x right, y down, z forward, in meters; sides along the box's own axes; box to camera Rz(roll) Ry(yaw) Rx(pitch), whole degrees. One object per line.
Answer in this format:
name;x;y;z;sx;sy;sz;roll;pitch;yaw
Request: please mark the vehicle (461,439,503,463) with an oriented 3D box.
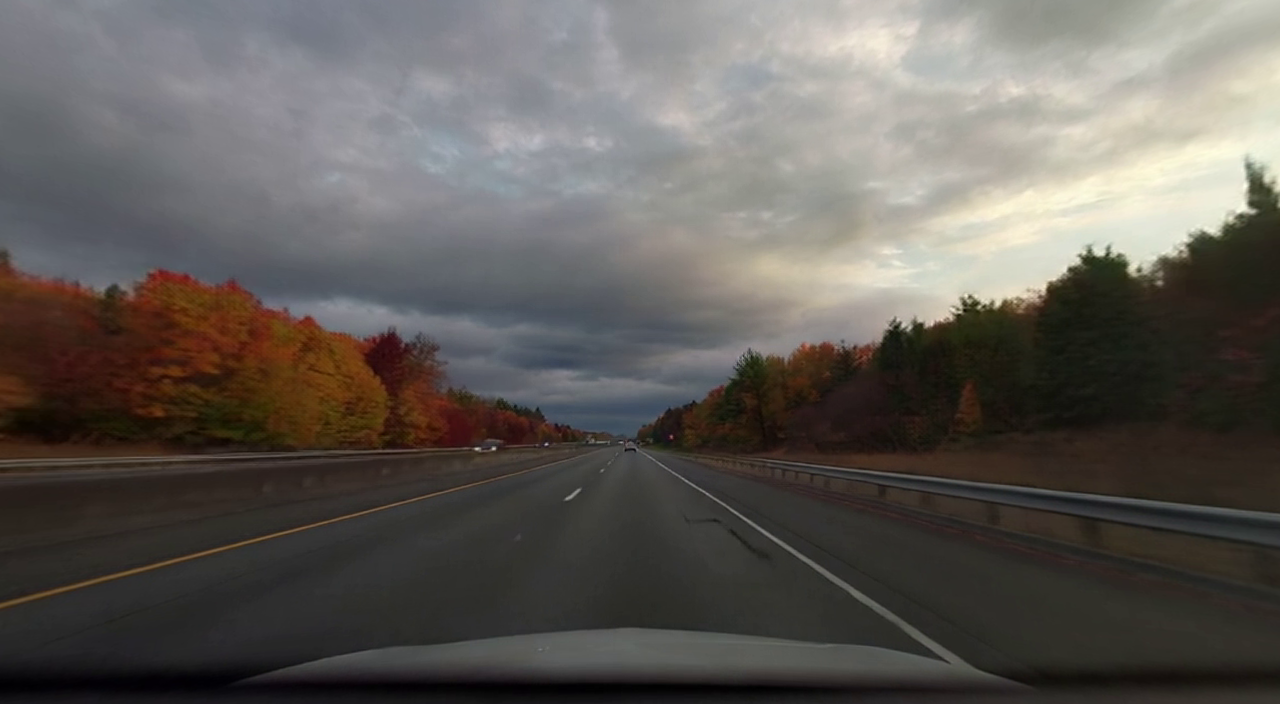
vehicle;-10.898;6.881;43.572;1.868;1.555;4.174;0;-9;0
